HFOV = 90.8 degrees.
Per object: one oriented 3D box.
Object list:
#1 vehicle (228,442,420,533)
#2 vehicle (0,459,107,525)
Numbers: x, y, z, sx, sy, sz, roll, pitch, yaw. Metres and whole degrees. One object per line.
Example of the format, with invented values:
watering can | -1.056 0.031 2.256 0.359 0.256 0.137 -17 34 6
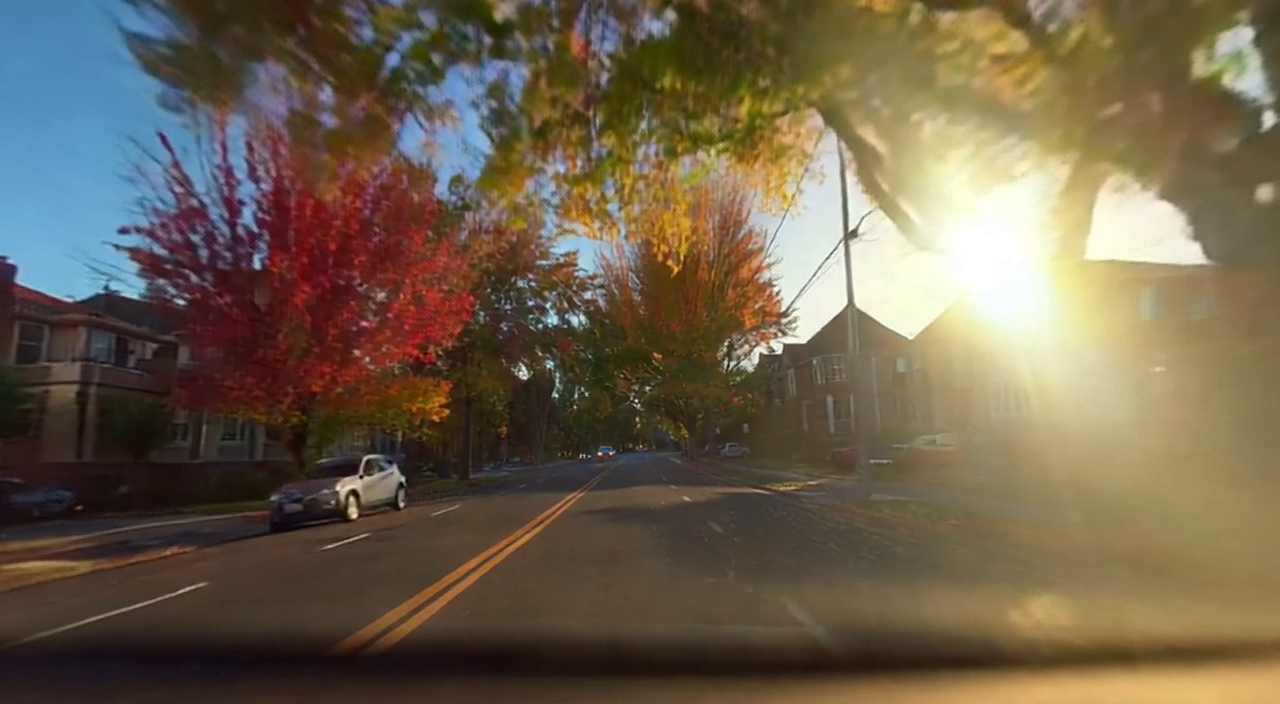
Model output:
vehicle | -7.355 3.167 15.567 2.129 1.730 5.544 -2 -9 -3
vehicle | -18.917 4.224 19.378 4.001 1.772 2.038 -4 -9 19
